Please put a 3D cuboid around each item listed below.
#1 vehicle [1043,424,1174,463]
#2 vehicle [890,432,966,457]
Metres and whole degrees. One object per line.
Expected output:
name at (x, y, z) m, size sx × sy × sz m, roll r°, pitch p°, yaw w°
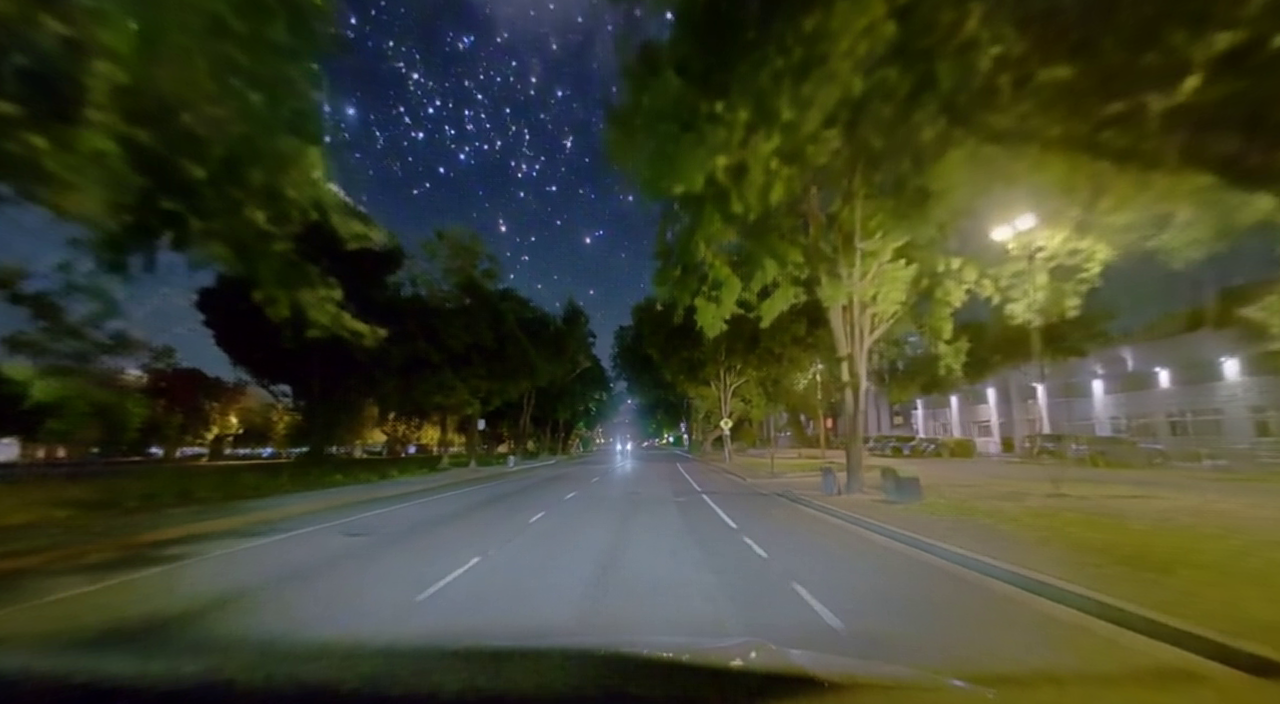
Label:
vehicle at (20.757, 4.049, 28.121) m, size 4.293 × 1.473 × 1.843 m, roll -2°, pitch -6°, yaw 2°
vehicle at (19.110, 6.138, 42.046) m, size 4.134 × 1.580 × 1.952 m, roll 1°, pitch -8°, yaw -10°
